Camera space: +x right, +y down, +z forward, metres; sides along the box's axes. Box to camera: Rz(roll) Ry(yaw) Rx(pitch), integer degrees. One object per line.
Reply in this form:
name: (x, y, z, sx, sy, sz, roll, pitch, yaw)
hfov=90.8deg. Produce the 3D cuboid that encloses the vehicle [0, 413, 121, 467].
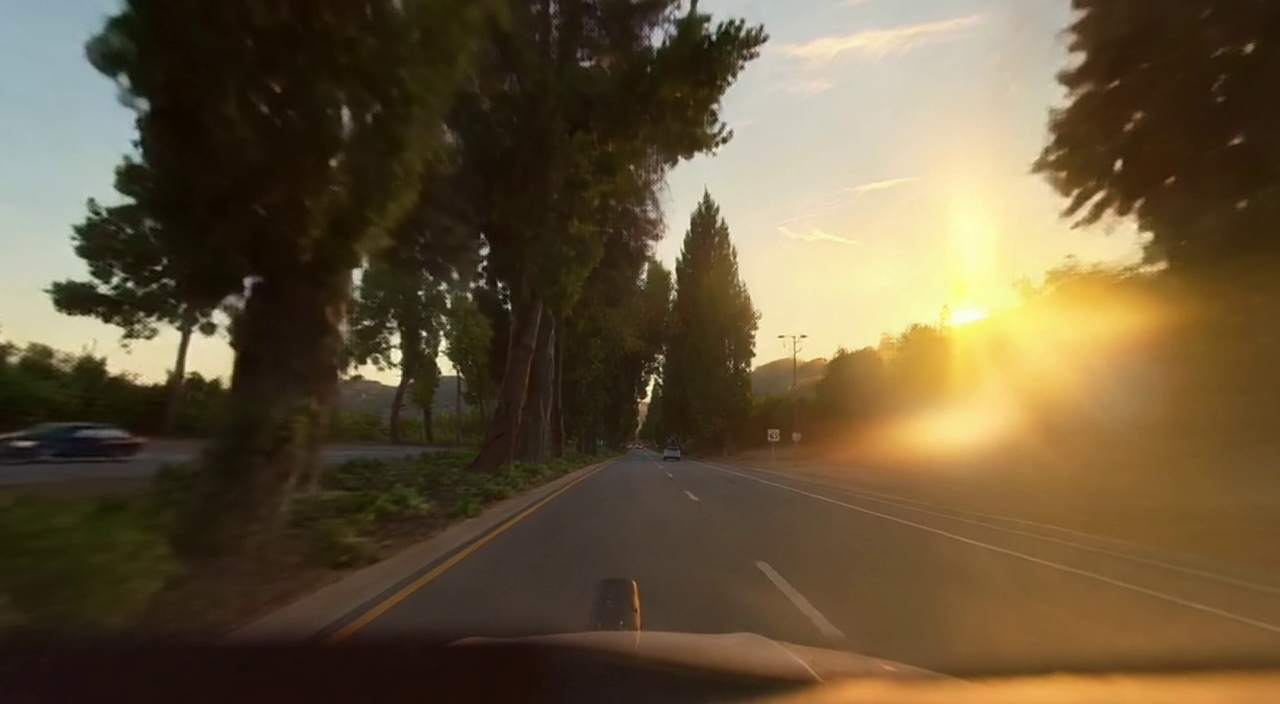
vehicle: (-22.203, 3.259, 23.226, 2.055, 1.776, 4.879, 0, -8, 0)
